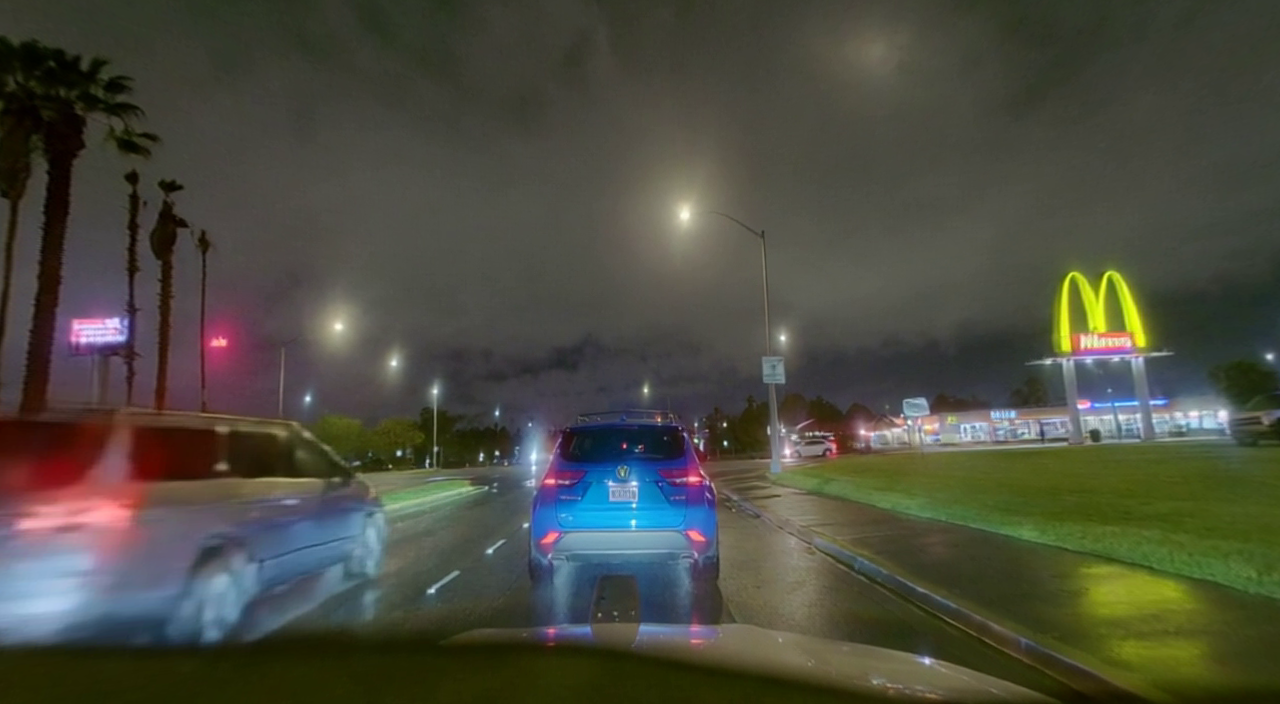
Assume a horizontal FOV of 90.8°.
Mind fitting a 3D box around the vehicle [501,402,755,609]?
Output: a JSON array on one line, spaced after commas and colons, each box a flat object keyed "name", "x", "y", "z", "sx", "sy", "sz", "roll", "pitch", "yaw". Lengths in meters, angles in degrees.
[{"name": "vehicle", "x": -0.144, "y": 1.594, "z": 7.378, "sx": 2.137, "sy": 1.728, "sz": 3.926, "roll": 0, "pitch": -9, "yaw": -1}]

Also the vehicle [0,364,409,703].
[{"name": "vehicle", "x": -3.962, "y": 1.284, "z": 5.485, "sx": 2.181, "sy": 1.771, "sz": 4.567, "roll": 0, "pitch": -9, "yaw": 0}]
